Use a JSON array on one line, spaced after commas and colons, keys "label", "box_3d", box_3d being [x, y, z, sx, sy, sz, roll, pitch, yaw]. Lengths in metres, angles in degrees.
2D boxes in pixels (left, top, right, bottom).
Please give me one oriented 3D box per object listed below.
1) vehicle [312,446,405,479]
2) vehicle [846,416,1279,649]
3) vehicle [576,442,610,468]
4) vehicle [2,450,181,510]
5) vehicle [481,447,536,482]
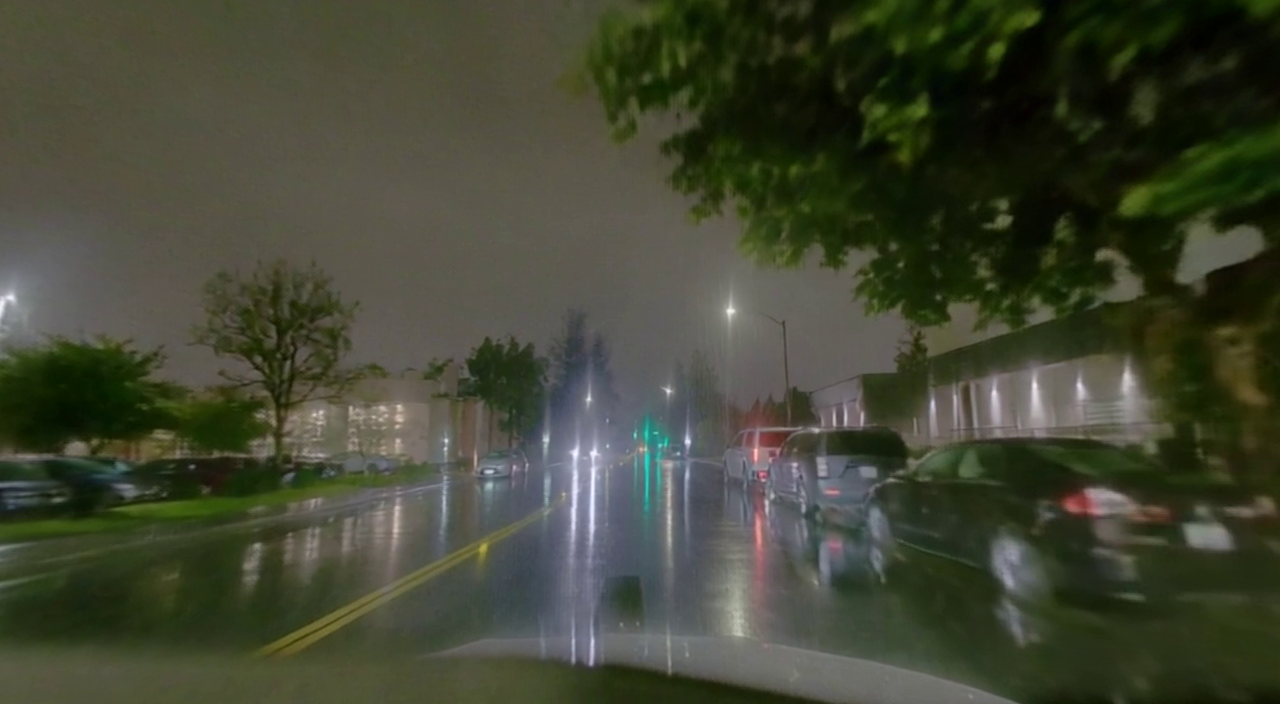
[{"label": "vehicle", "box_3d": [-15.248, 5.948, 34.208, 4.696, 1.681, 1.905, -4, -9, 25]}, {"label": "vehicle", "box_3d": [4.157, 1.599, 6.926, 1.952, 1.538, 5.215, 0, -8, -1]}, {"label": "vehicle", "box_3d": [-3.342, 7.423, 45.698, 2.088, 1.772, 4.375, -1, -8, 1]}, {"label": "vehicle", "box_3d": [-15.524, 3.561, 17.916, 4.179, 1.489, 1.901, -3, -9, 20]}, {"label": "vehicle", "box_3d": [-6.750, 5.798, 32.892, 1.928, 1.537, 4.439, -4, -8, -1]}]
